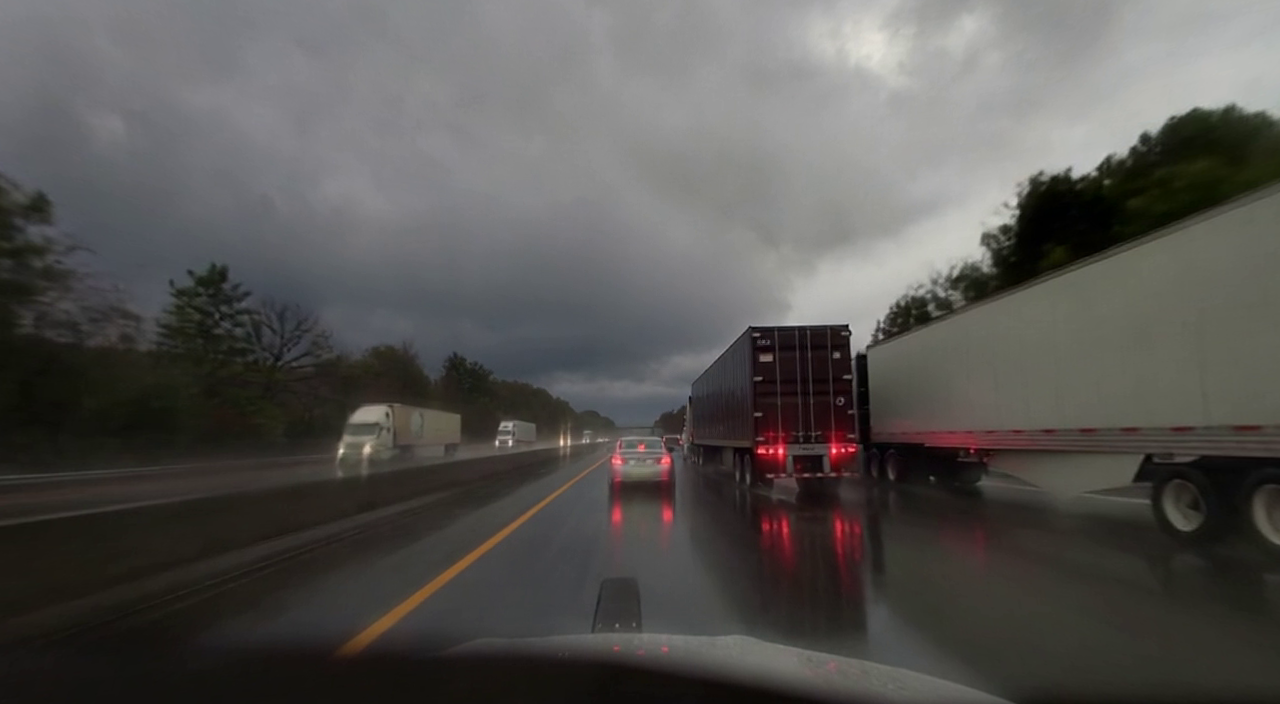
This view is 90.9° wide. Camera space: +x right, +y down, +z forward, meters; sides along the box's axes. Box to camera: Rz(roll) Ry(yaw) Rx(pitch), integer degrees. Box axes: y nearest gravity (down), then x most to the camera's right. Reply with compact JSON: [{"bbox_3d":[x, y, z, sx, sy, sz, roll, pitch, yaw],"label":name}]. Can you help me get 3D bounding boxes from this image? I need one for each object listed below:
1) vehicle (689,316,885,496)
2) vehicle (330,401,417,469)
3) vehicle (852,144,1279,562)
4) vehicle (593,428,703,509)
[{"bbox_3d":[3.887,2.131,21.462,2.888,4.099,14.183,0,-8,-2],"label":"vehicle"},{"bbox_3d":[-17.011,5.359,40.747,2.962,4.015,5.938,0,-8,-1],"label":"vehicle"},{"bbox_3d":[8.120,0.706,11.801,3.110,4.308,14.260,0,-8,-1],"label":"vehicle"},{"bbox_3d":[0.099,2.412,13.614,2.038,1.477,3.773,0,-8,-1],"label":"vehicle"}]
